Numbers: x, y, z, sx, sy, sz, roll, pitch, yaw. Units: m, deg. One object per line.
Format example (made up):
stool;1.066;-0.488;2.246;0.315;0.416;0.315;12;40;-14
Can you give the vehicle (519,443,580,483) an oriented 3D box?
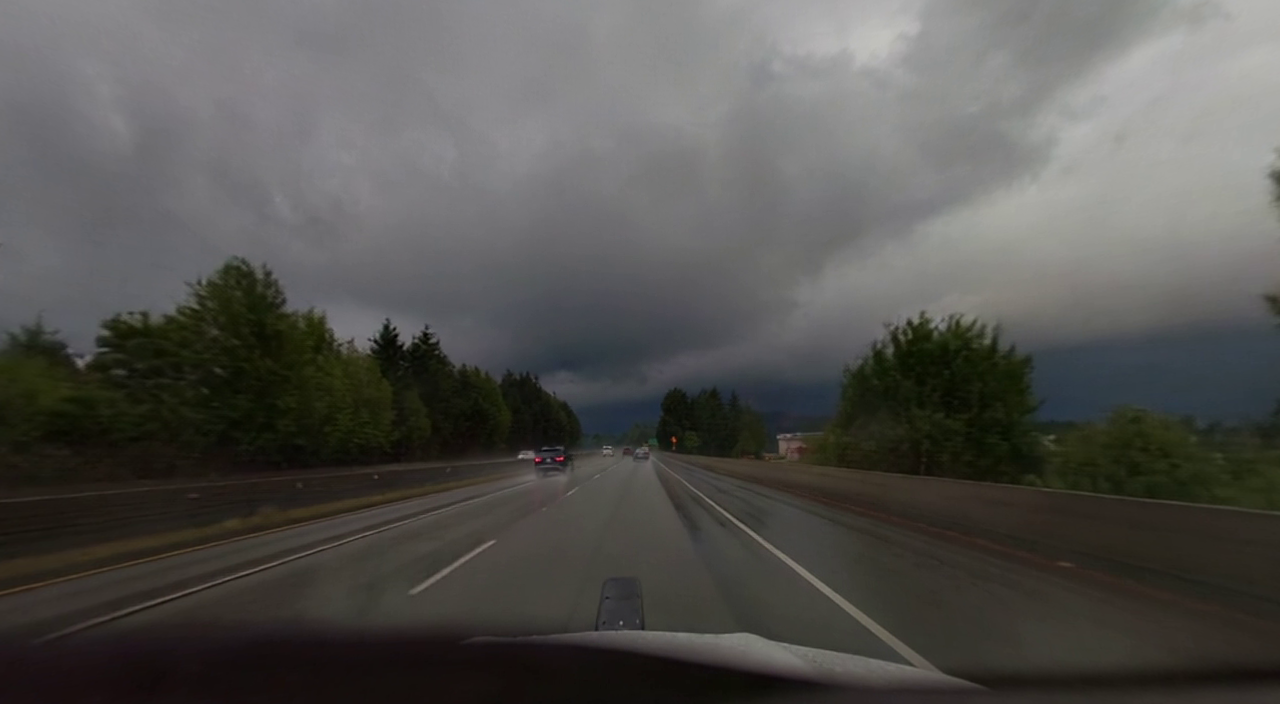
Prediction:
vehicle;-4.014;5.011;28.726;2.100;1.667;4.223;0;-9;1

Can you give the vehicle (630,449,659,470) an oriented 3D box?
vehicle;0.282;7.831;46.130;2.046;1.452;4.407;0;-9;0
